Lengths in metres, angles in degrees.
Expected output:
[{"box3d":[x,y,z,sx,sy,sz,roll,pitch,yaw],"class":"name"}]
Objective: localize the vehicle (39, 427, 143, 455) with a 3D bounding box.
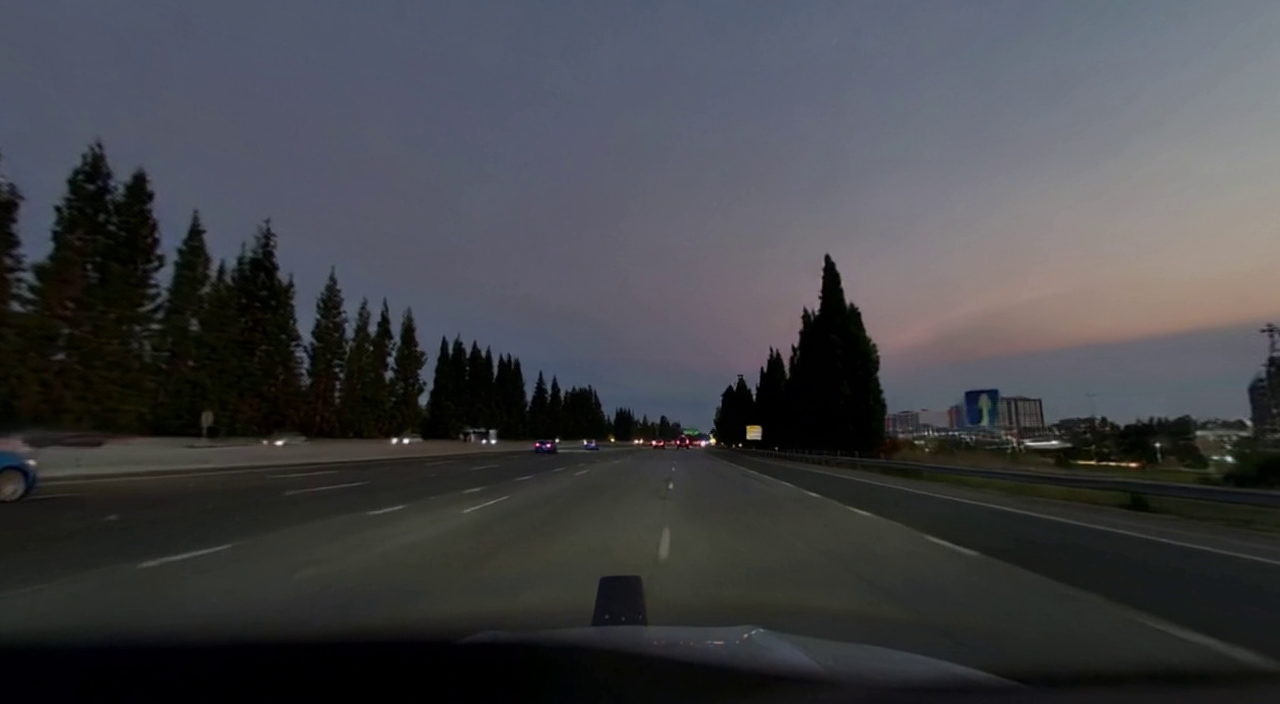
[{"box3d":[-40.543,6.630,46.817,2.111,1.911,5.832,-1,-8,6],"class":"vehicle"}]
